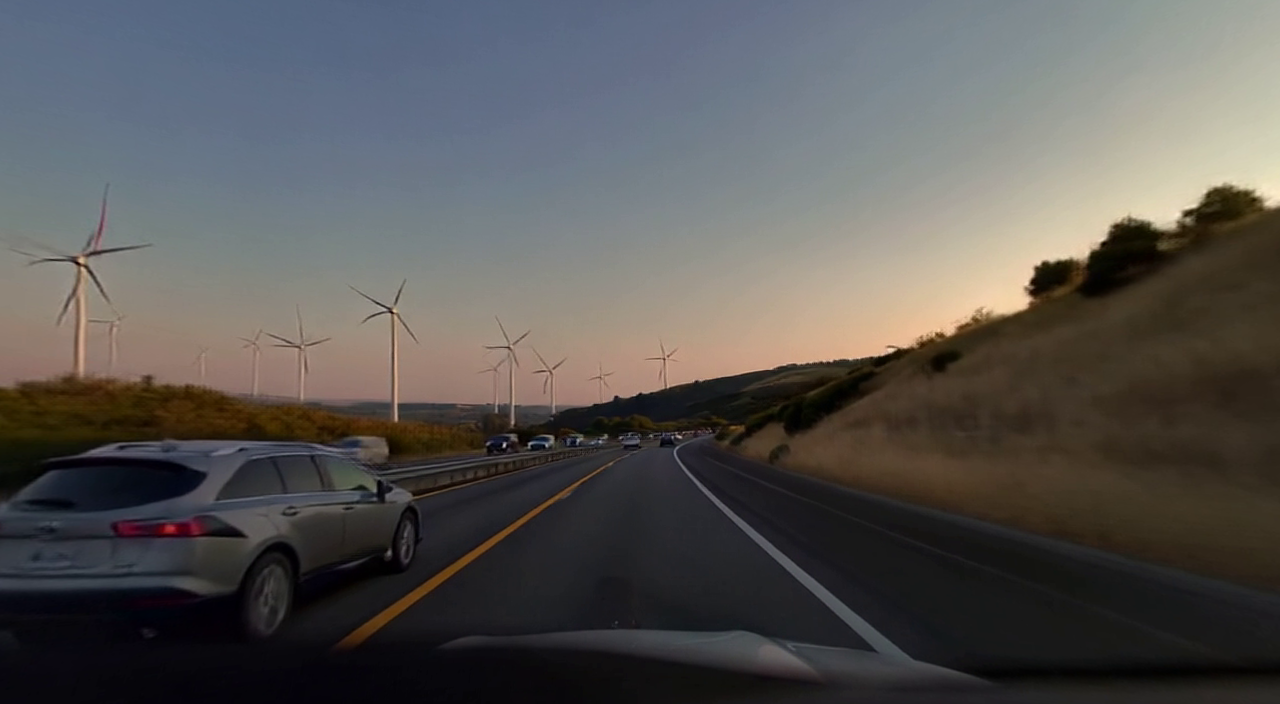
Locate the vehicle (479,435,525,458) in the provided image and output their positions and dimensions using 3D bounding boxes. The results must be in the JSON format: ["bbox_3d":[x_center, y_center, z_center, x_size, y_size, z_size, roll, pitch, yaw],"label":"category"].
[{"bbox_3d":[-9.313,6.400,42.907,2.046,1.485,3.990,0,-8,3],"label":"vehicle"}]

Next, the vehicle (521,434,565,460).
[{"bbox_3d":[-5.902,5.828,38.787,1.888,1.462,4.428,0,-8,2],"label":"vehicle"}]

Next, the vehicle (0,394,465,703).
[{"bbox_3d":[-2.813,1.167,4.406,1.918,1.443,4.422,0,-8,0],"label":"vehicle"}]
